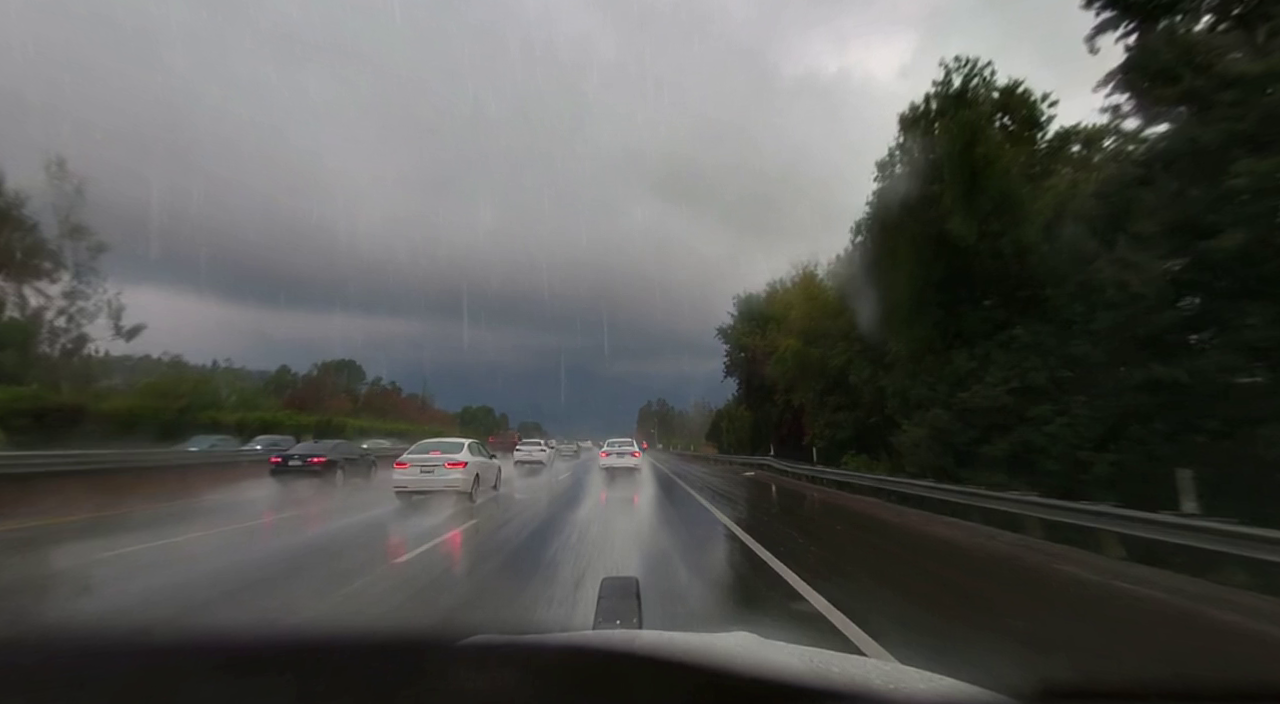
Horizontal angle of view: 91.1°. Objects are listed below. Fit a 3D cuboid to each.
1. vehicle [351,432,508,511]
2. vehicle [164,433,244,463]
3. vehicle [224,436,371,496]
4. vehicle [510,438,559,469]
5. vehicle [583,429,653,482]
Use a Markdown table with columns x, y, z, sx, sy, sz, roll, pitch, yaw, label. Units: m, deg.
| x | y | z | sx | sy | sz | roll | pitch | yaw | label |
| --- | --- | --- | --- | --- | --- | --- | --- | --- | --- |
| -4.393 | 2.526 | 13.966 | 1.971 | 1.464 | 4.386 | 0 | -8 | 0 | vehicle |
| -25.650 | 5.638 | 37.133 | 1.887 | 1.644 | 4.075 | 0 | -8 | -2 | vehicle |
| -9.293 | 3.074 | 17.460 | 1.850 | 1.439 | 3.932 | 0 | -8 | 0 | vehicle |
| -5.307 | 5.124 | 31.959 | 1.835 | 1.432 | 3.835 | 0 | -8 | 0 | vehicle |
| -0.738 | 3.526 | 21.773 | 2.178 | 1.658 | 3.916 | 0 | -8 | -1 | vehicle |
